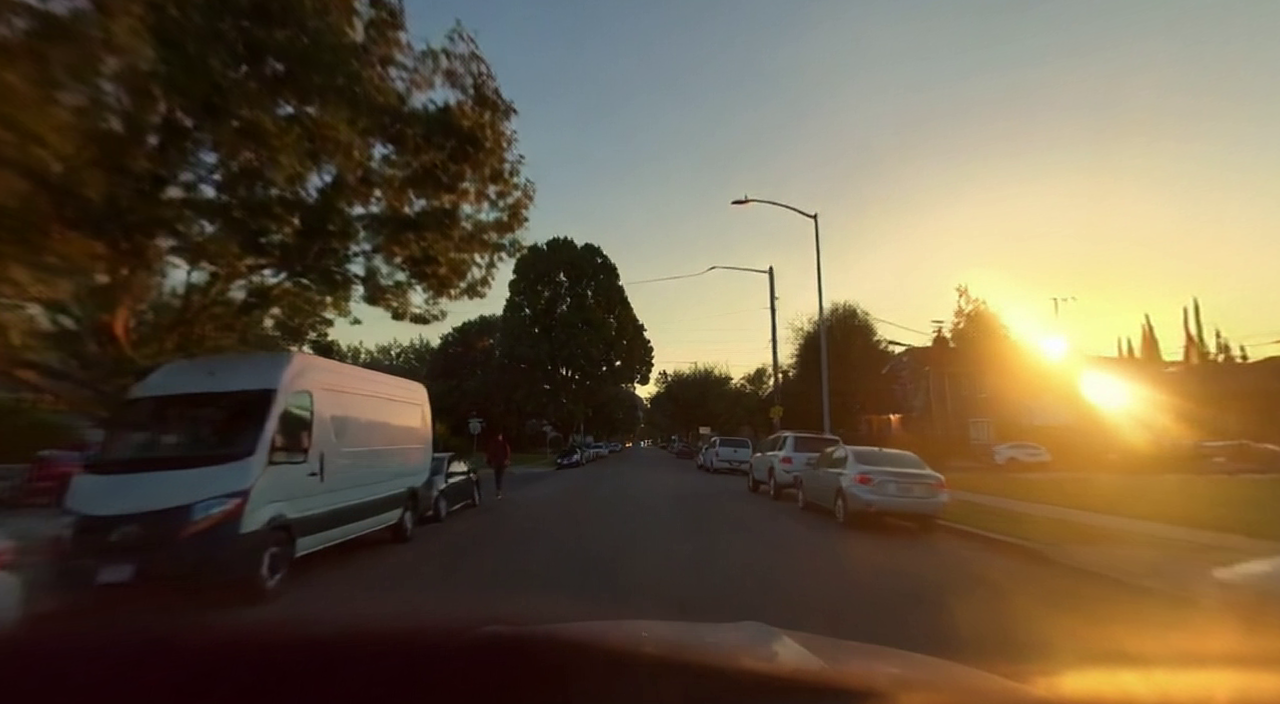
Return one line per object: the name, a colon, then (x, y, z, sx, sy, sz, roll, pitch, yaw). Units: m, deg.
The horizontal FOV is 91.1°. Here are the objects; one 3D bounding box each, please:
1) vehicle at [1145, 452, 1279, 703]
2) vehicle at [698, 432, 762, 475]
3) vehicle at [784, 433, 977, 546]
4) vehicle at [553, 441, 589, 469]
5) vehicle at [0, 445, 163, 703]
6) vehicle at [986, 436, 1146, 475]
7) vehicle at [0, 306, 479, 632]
vehicle: (4.110, 1.031, 1.749, 1.846, 1.351, 4.272, 3, -8, -1)
vehicle: (4.186, 4.851, 30.225, 2.215, 1.897, 5.131, 0, -8, -1)
vehicle: (4.056, 2.338, 11.486, 1.839, 1.520, 4.498, 3, -8, 1)
vehicle: (-4.408, 6.633, 40.701, 1.870, 1.562, 4.212, -3, -8, -2)
vehicle: (-4.849, 1.213, 2.497, 2.023, 1.568, 4.942, -3, -9, 1)
vehicle: (16.524, 4.033, 24.586, 4.700, 1.440, 2.058, 0, -8, 3)
vehicle: (-4.347, 1.419, 8.307, 2.470, 2.613, 5.989, -4, -9, 4)
